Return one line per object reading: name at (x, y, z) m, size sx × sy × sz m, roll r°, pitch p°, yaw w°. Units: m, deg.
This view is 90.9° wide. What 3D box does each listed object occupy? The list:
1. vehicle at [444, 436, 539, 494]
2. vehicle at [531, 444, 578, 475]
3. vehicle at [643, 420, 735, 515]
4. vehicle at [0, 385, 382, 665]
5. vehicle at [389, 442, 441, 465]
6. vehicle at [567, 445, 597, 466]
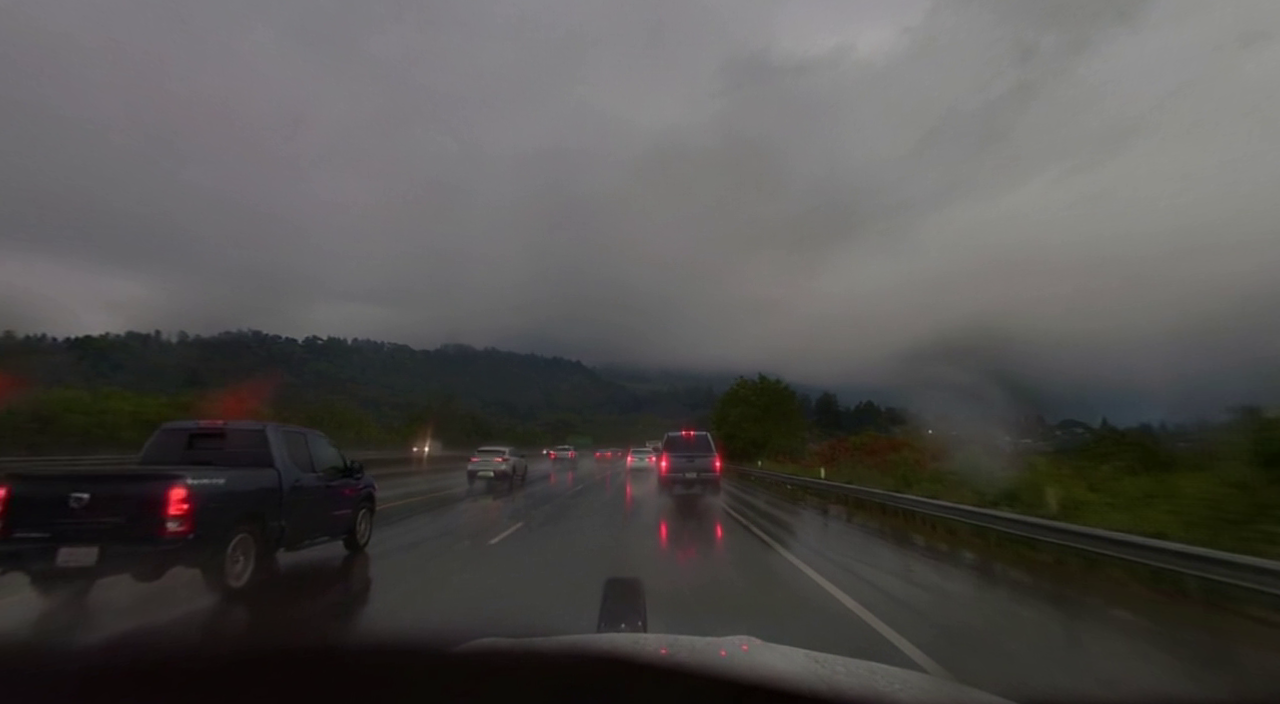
vehicle at (-4.610, 3.569, 20.283) m, size 1.934 × 1.642 × 4.201 m, roll 0°, pitch -9°, yaw 2°
vehicle at (-4.439, 5.647, 33.256) m, size 1.867 × 1.489 × 3.829 m, roll 0°, pitch -9°, yaw 1°
vehicle at (1.019, 2.673, 14.956) m, size 1.825 × 1.920 × 3.960 m, roll 0°, pitch -9°, yaw 0°
vehicle at (-4.264, 1.321, 5.775) m, size 2.034 × 1.642 × 3.969 m, roll 0°, pitch -9°, yaw 1°
vehicle at (-15.553, 7.035, 43.778) m, size 1.996 × 1.519 × 4.282 m, roll 0°, pitch -9°, yaw 1°
vehicle at (-4.458, 8.011, 48.753) m, size 1.855 × 1.527 × 4.209 m, roll 0°, pitch -9°, yaw 1°
